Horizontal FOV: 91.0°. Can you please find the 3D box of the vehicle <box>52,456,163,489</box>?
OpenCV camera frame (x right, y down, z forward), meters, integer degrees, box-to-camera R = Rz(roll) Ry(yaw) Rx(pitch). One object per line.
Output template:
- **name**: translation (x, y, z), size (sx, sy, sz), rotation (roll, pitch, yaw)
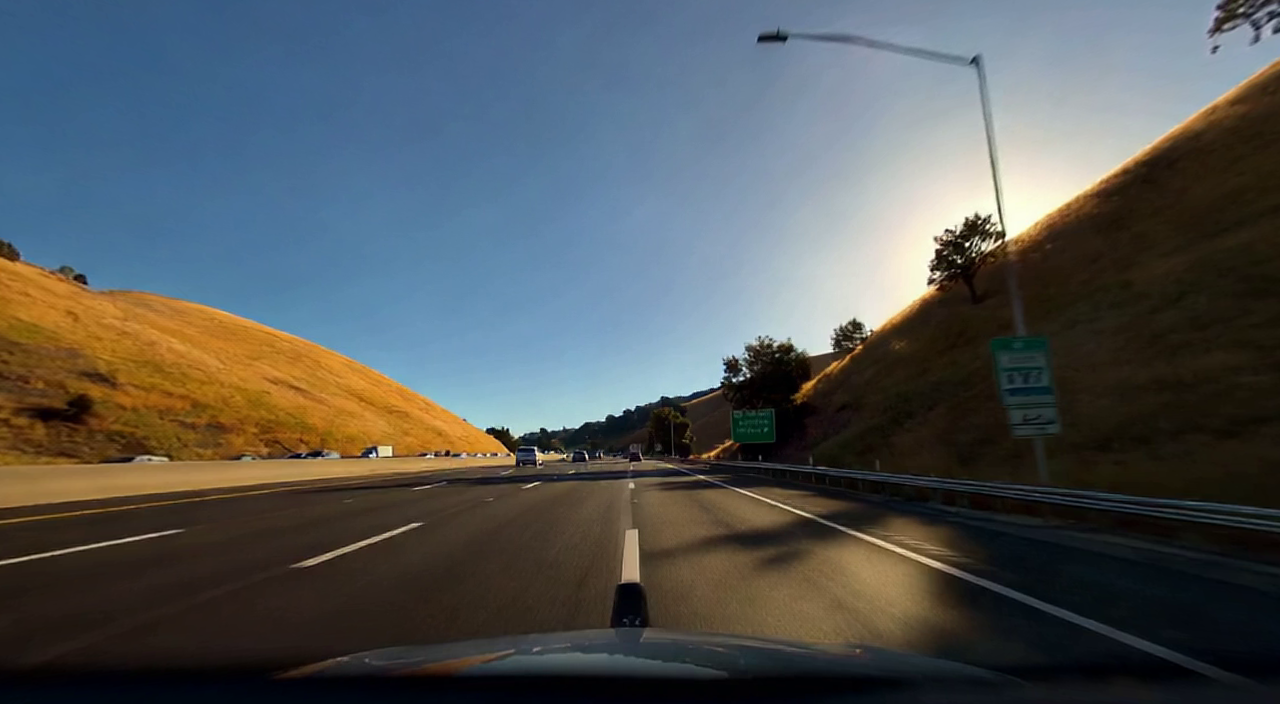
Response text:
- **vehicle**: translation (-26.600, 6.019, 31.656), size (1.852, 1.481, 4.222), rotation (0, -9, 0)
